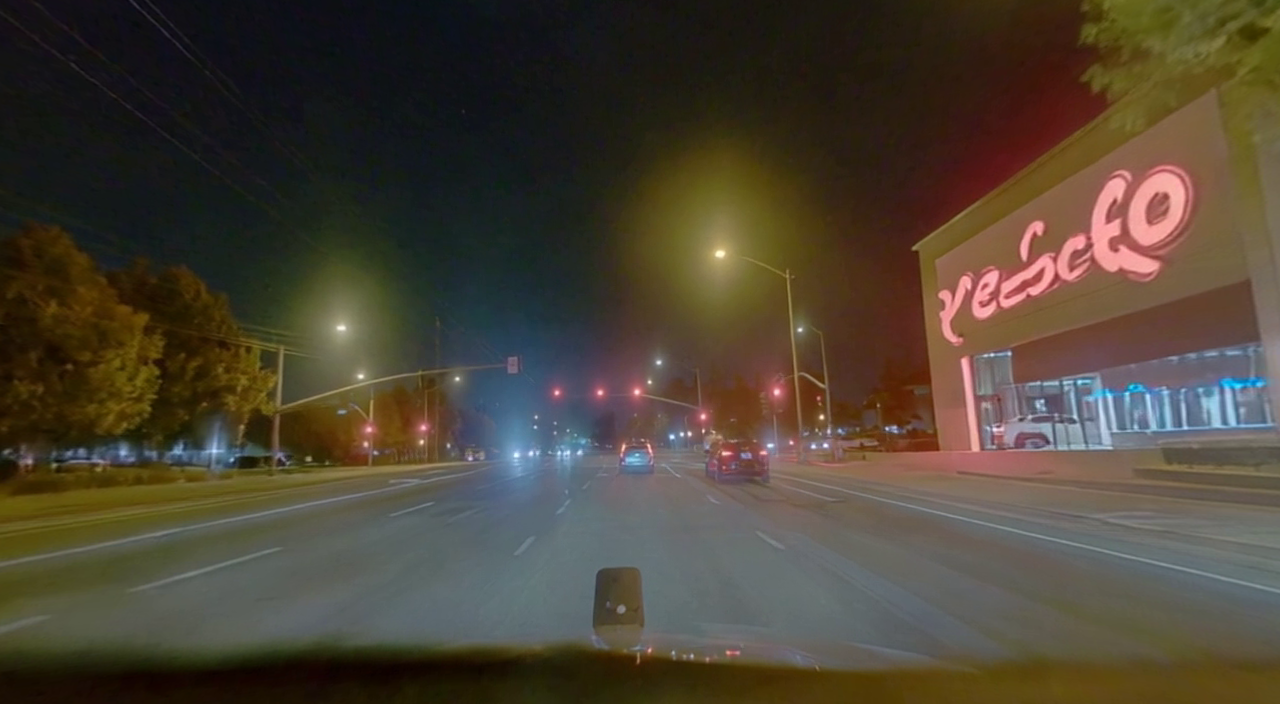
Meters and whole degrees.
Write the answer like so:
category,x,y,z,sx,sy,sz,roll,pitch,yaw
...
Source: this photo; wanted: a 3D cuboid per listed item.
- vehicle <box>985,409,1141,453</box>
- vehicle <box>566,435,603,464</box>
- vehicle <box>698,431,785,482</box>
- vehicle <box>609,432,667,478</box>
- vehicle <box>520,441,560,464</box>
category,x,y,z,sx,sy,sz,roll,pitch,yaw
vehicle,15.627,2.978,23.572,4.344,1.512,1.936,-1,-9,5
vehicle,-3.623,6.467,42.007,2.106,1.778,4.444,0,-9,0
vehicle,3.524,3.748,22.927,2.198,1.660,4.512,0,-9,-3
vehicle,-0.153,4.137,25.599,2.146,1.685,4.003,0,-9,-2
vehicle,-6.686,6.771,42.673,1.954,1.473,4.350,0,-9,1
